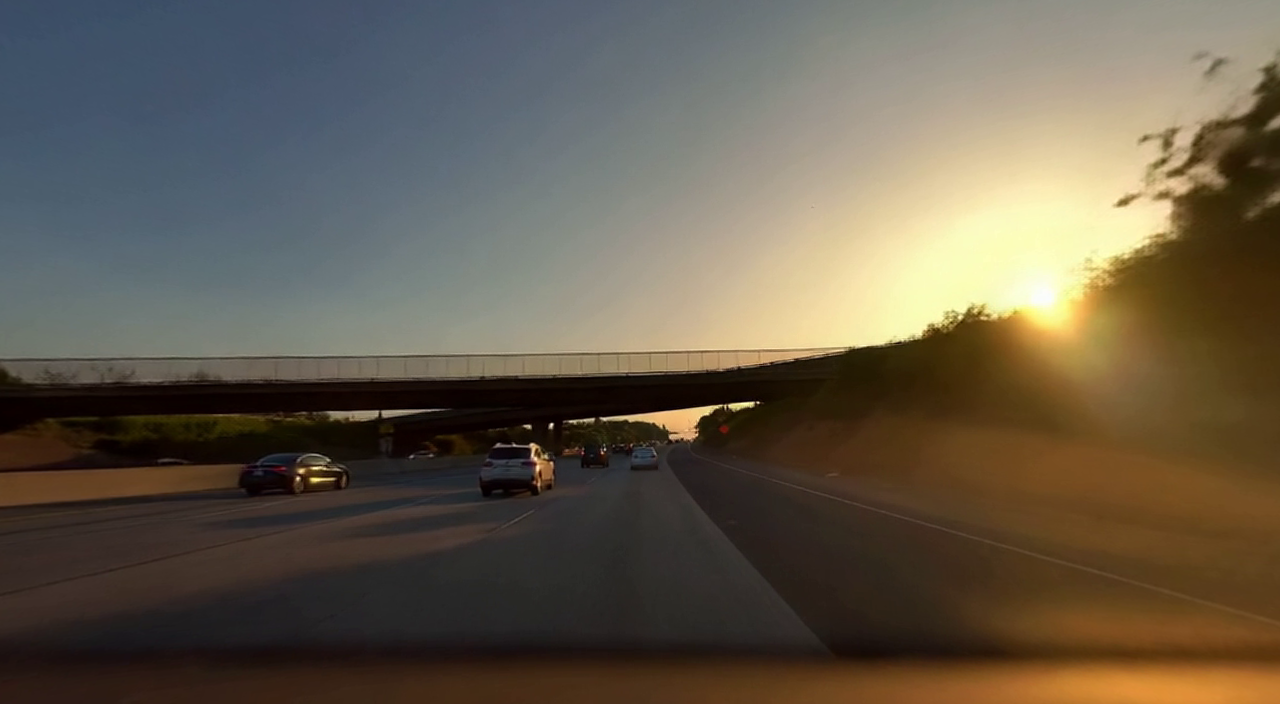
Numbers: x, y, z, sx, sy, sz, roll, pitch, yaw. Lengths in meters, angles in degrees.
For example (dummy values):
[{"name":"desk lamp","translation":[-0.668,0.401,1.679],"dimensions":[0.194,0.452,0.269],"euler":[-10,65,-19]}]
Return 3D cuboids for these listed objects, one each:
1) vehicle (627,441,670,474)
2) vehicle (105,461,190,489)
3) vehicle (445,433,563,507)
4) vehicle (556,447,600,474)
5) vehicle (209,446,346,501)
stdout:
[{"name":"vehicle","translation":[0.471,5.679,34.149],"dimensions":[2.160,1.678,4.178],"euler":[0,-8,1]},{"name":"vehicle","translation":[-31.703,7.924,40.574],"dimensions":[1.944,1.567,4.239],"euler":[0,-8,1]},{"name":"vehicle","translation":[-3.545,3.161,17.337],"dimensions":[2.161,1.759,4.482],"euler":[0,-8,1]},{"name":"vehicle","translation":[-3.589,6.377,37.253],"dimensions":[1.997,1.490,4.471],"euler":[0,-8,2]},{"name":"vehicle","translation":[-11.977,3.998,21.171],"dimensions":[1.954,1.640,4.339],"euler":[0,-8,1]}]
